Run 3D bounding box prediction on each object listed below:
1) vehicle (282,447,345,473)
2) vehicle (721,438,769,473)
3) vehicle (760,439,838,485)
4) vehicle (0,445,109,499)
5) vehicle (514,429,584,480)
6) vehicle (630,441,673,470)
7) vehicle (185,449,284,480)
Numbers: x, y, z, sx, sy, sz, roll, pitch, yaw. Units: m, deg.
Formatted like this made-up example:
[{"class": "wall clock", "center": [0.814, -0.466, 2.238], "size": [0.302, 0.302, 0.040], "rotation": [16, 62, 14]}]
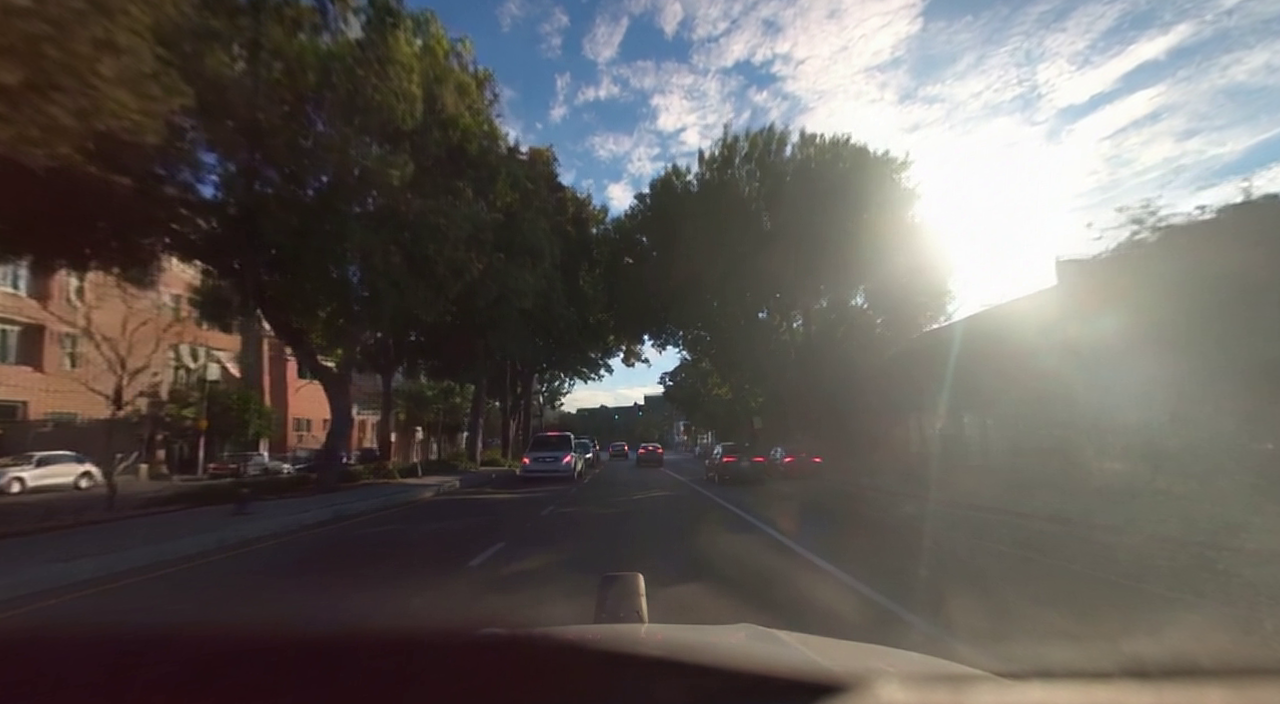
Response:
[{"class": "vehicle", "center": [-22.545, 7.456, 43.837], "size": [1.910, 1.632, 4.624], "rotation": [0, -9, 0]}, {"class": "vehicle", "center": [6.151, 6.123, 37.560], "size": [1.997, 1.943, 4.409], "rotation": [0, -9, -1]}, {"class": "vehicle", "center": [6.464, 4.503, 26.189], "size": [2.164, 1.727, 3.955], "rotation": [0, -9, 0]}, {"class": "vehicle", "center": [-22.116, 4.251, 22.738], "size": [1.996, 1.767, 4.613], "rotation": [0, -9, -1]}, {"class": "vehicle", "center": [-3.736, 4.329, 26.876], "size": [2.223, 1.957, 4.845], "rotation": [0, -9, 0]}, {"class": "vehicle", "center": [0.609, 6.055, 37.190], "size": [2.201, 1.589, 3.843], "rotation": [0, -9, -4]}, {"class": "vehicle", "center": [-22.260, 6.188, 34.989], "size": [2.111, 1.554, 5.163], "rotation": [0, -9, -1]}]
